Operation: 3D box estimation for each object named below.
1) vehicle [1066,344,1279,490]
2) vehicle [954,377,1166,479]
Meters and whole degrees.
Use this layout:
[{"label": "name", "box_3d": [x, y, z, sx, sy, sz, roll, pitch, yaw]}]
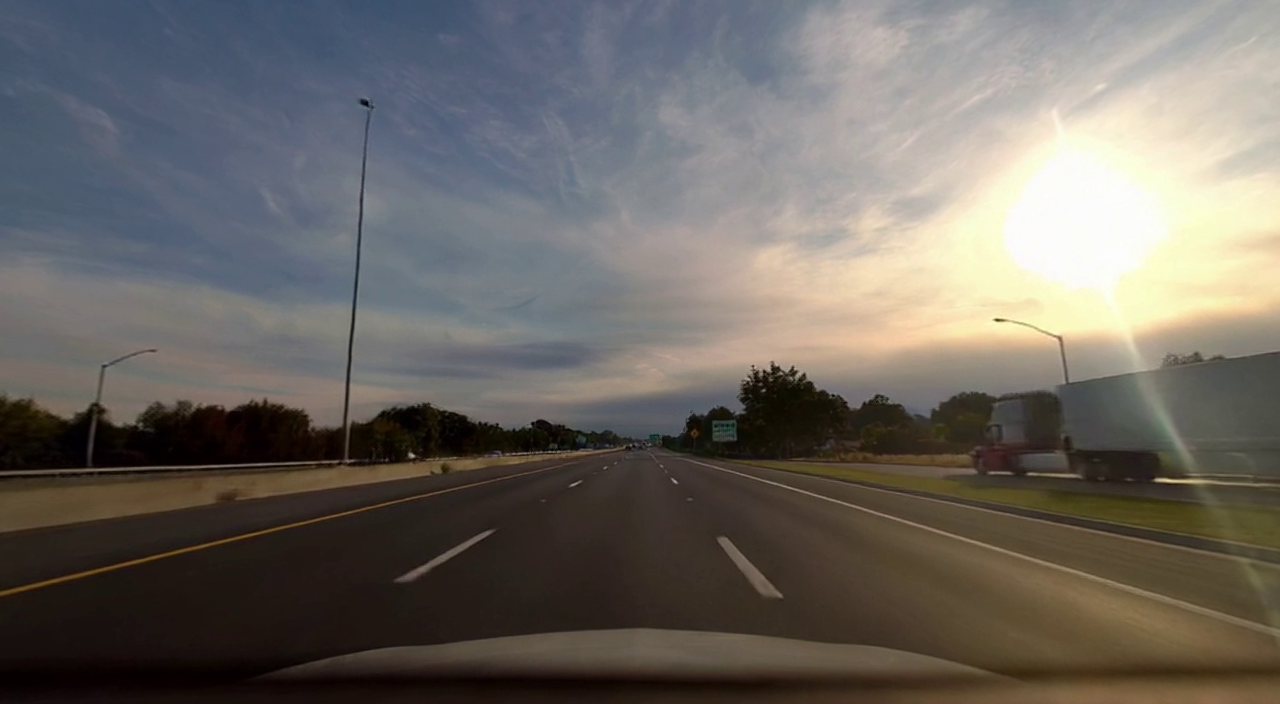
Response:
[{"label": "vehicle", "box_3d": [20.013, 1.931, 18.438, 2.939, 4.193, 15.754, 1, -9, -5]}, {"label": "vehicle", "box_3d": [19.144, 3.744, 29.905, 3.020, 4.008, 9.497, 1, -9, -3]}]
